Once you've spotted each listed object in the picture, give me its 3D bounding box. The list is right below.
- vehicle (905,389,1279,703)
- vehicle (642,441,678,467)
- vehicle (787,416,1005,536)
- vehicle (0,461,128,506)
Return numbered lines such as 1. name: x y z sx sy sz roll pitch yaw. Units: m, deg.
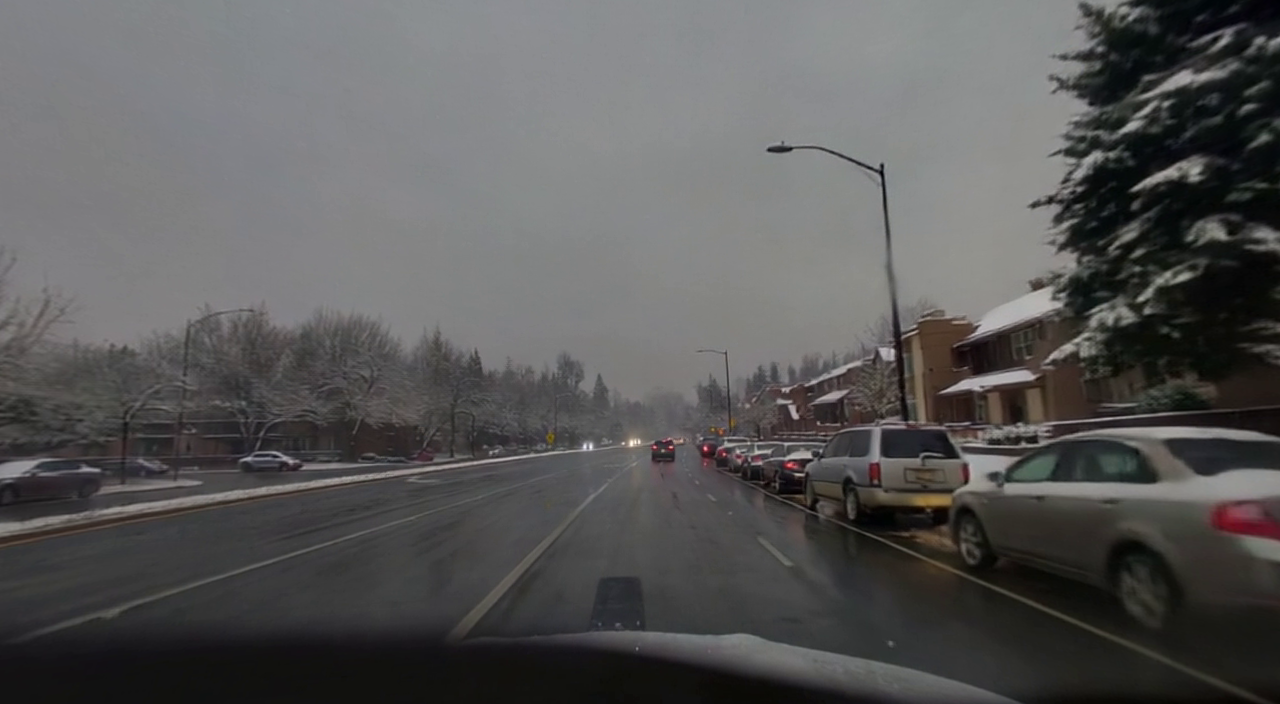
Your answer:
1. vehicle: 4.303 1.331 5.465 1.949 1.616 4.805 0 -8 1
2. vehicle: 1.187 6.110 37.916 2.011 1.480 4.170 -1 -8 2
3. vehicle: 4.347 2.174 11.708 1.973 1.749 4.608 0 -8 -2
4. vehicle: -23.162 5.075 24.779 1.909 1.451 4.757 -1 -8 2
